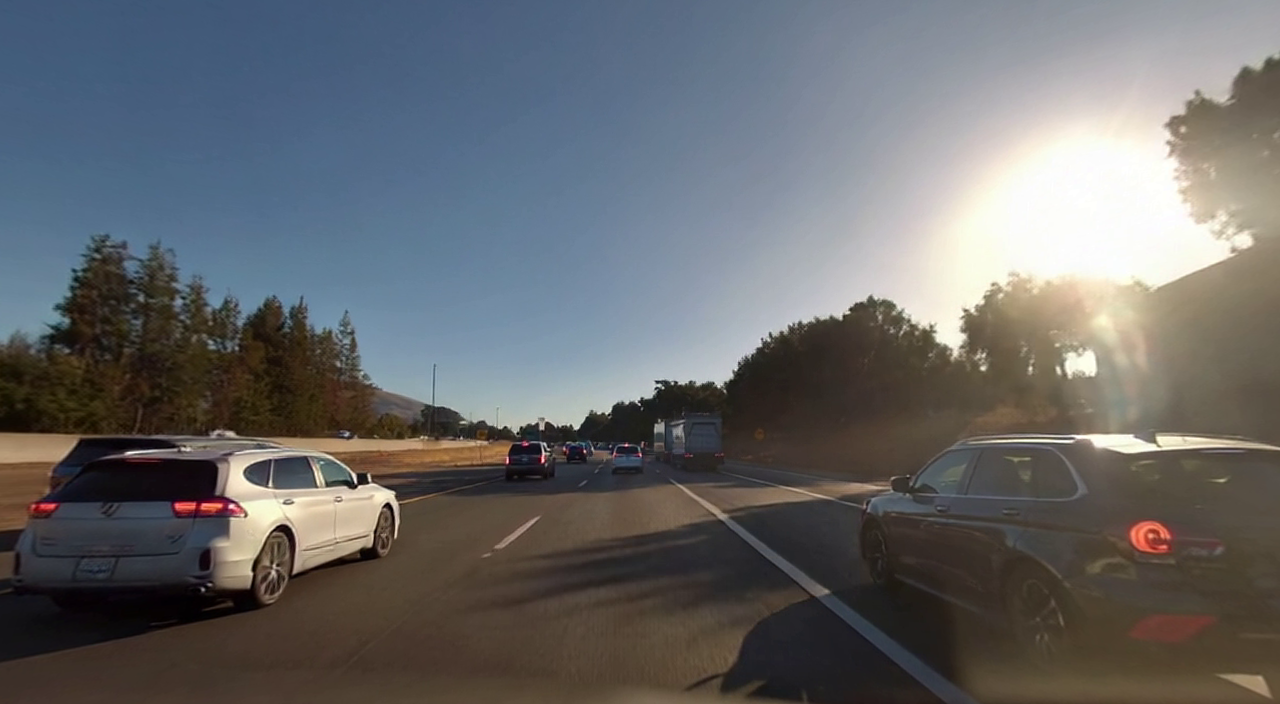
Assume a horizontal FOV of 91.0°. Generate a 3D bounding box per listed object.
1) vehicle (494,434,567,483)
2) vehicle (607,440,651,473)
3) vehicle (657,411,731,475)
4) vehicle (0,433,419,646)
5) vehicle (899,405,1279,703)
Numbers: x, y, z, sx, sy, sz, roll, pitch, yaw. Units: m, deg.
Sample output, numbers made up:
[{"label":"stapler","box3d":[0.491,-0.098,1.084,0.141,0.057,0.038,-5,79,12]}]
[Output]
[{"label":"vehicle","box3d":[-4.371,4.352,26.029,2.176,1.783,4.799,0,-9,0]},{"label":"vehicle","box3d":[-0.614,5.678,34.330,2.235,1.682,4.094,0,-9,-1]},{"label":"vehicle","box3d":[2.937,5.602,38.636,3.426,3.279,12.313,0,-9,0]},{"label":"vehicle","box3d":[-4.077,1.607,6.502,1.947,1.424,4.264,0,-9,1]},{"label":"vehicle","box3d":[3.136,1.067,2.930,2.031,1.504,4.327,0,-9,0]}]
